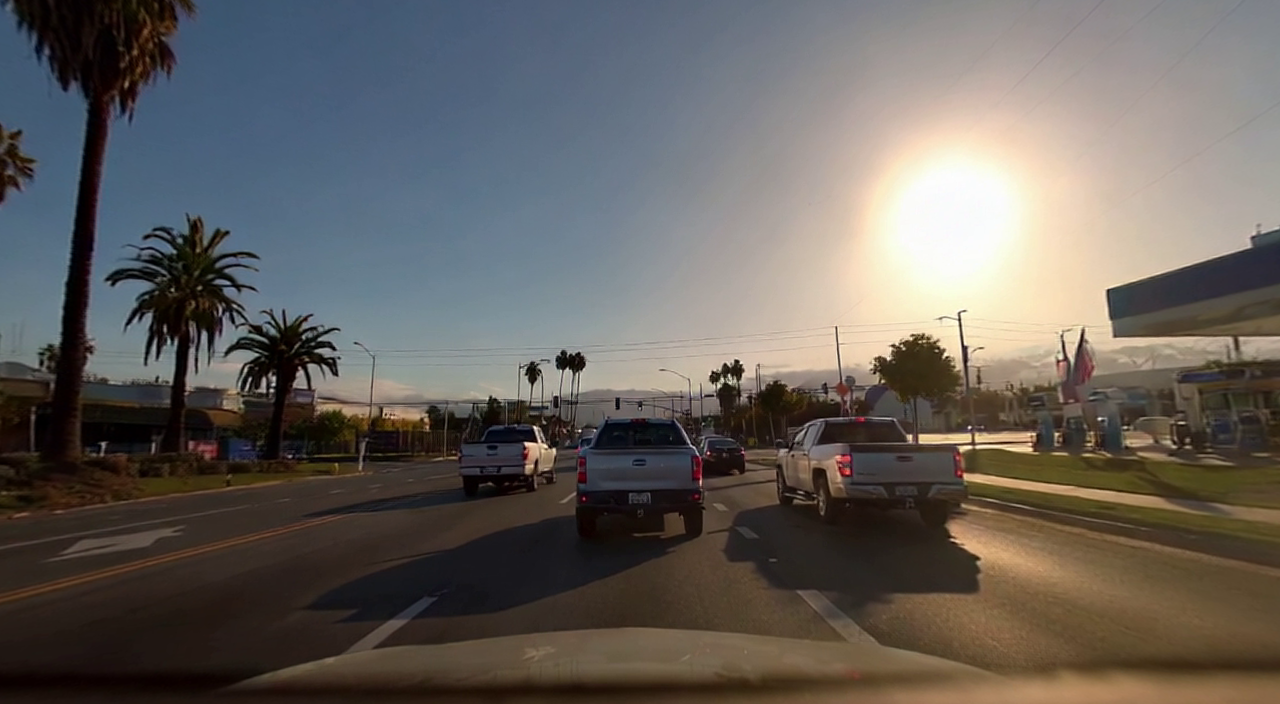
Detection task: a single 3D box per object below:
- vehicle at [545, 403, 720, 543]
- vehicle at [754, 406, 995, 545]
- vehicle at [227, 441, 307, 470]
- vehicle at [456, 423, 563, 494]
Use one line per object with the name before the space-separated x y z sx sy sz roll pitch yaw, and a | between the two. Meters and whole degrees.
vehicle | -0.043 1.995 11.053 2.295 1.835 5.471 0 -8 1
vehicle | 3.603 2.041 11.128 2.120 1.828 5.531 0 -8 0
vehicle | -29.031 8.043 49.174 2.543 2.092 6.613 0 -8 -3
vehicle | -3.675 3.114 18.646 2.071 1.811 4.605 0 -8 1
